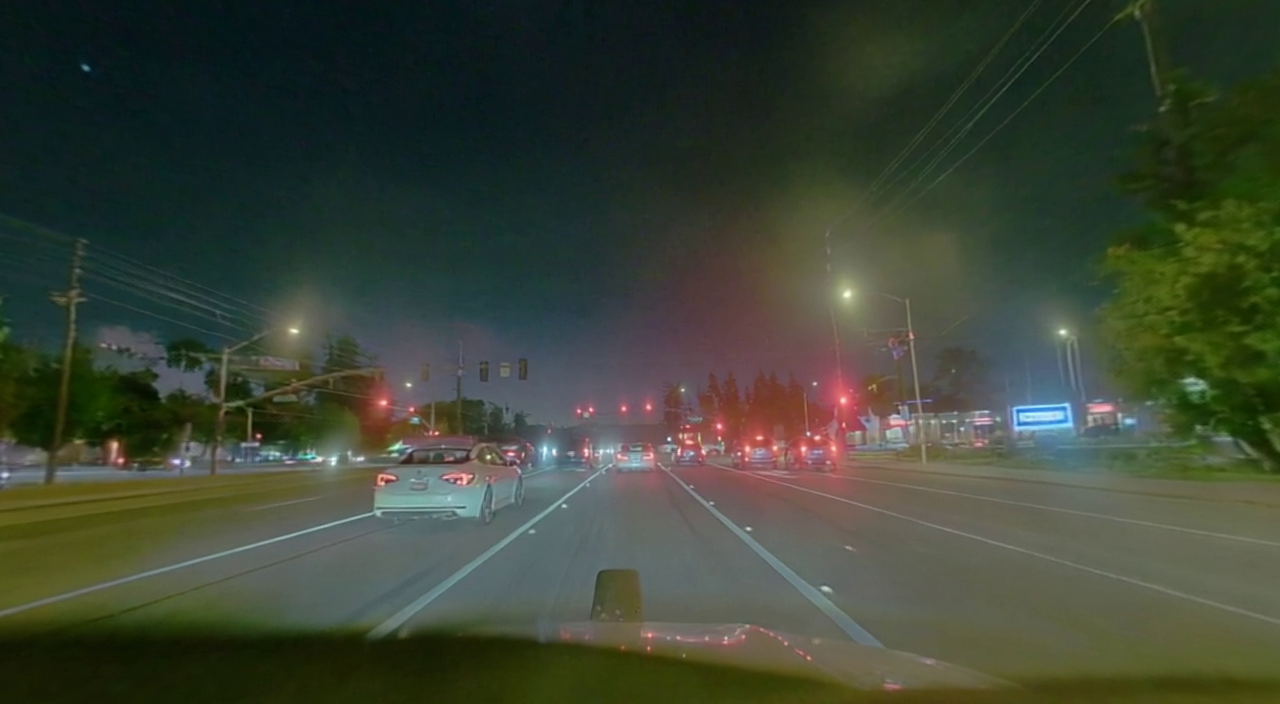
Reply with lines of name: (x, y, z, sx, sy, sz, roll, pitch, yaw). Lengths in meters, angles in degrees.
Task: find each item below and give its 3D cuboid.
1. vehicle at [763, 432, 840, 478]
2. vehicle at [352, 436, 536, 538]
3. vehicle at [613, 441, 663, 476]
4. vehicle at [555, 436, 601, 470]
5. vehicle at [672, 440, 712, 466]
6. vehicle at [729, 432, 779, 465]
vehicle: (6.496, 4.208, 25.919, 1.945, 1.706, 4.190, 0, -8, -2)
vehicle: (-3.216, 2.290, 11.387, 1.837, 1.463, 4.311, 0, -8, 1)
vehicle: (-0.082, 4.749, 28.392, 2.098, 1.431, 3.958, 0, -8, 0)
vehicle: (-3.366, 5.566, 34.938, 2.033, 1.714, 4.278, 0, -8, 1)
vehicle: (3.166, 6.278, 39.595, 1.987, 1.515, 4.521, 0, -8, -2)
vehicle: (7.302, 6.248, 41.011, 2.156, 1.982, 5.358, 0, -8, -1)
